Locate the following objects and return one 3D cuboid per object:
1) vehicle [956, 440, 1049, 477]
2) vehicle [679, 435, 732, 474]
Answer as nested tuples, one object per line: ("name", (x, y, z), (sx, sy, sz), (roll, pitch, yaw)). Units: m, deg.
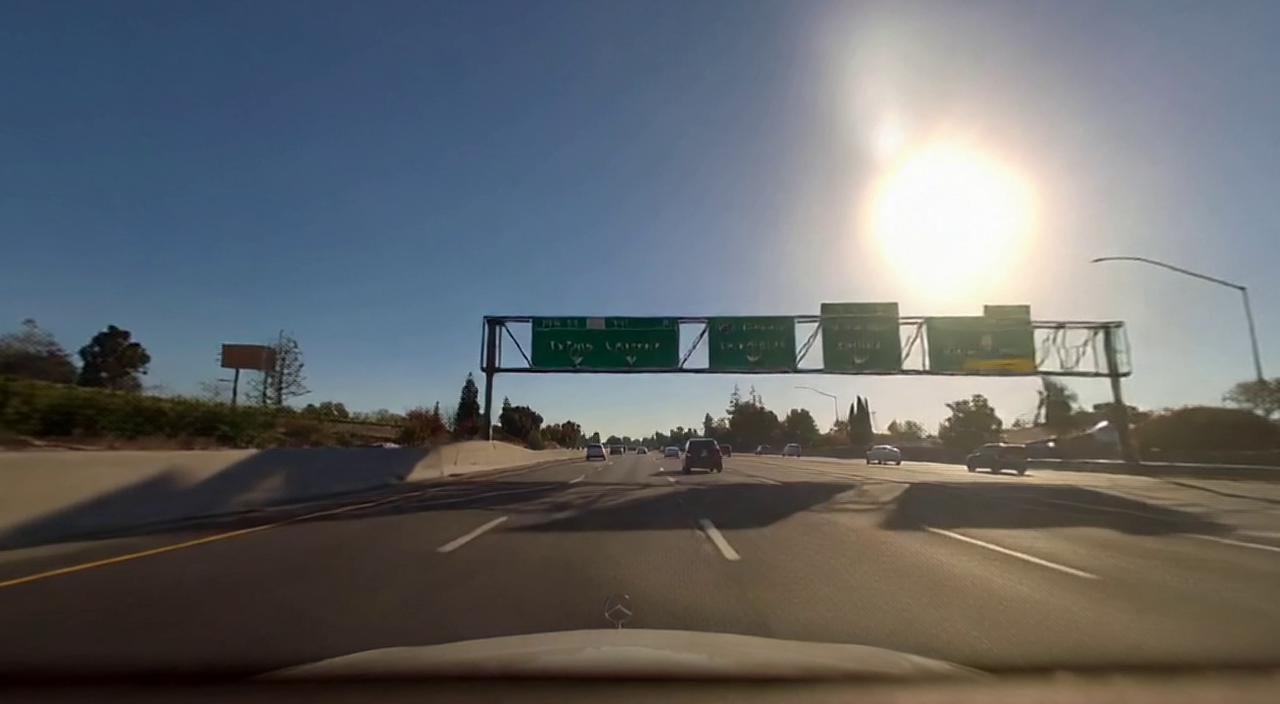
("vehicle", (18.658, 5.481, 32.697), (2.116, 1.754, 4.727), (0, -8, 2))
("vehicle", (3.197, 5.158, 31.821), (2.147, 1.794, 4.538), (1, -8, 0))
